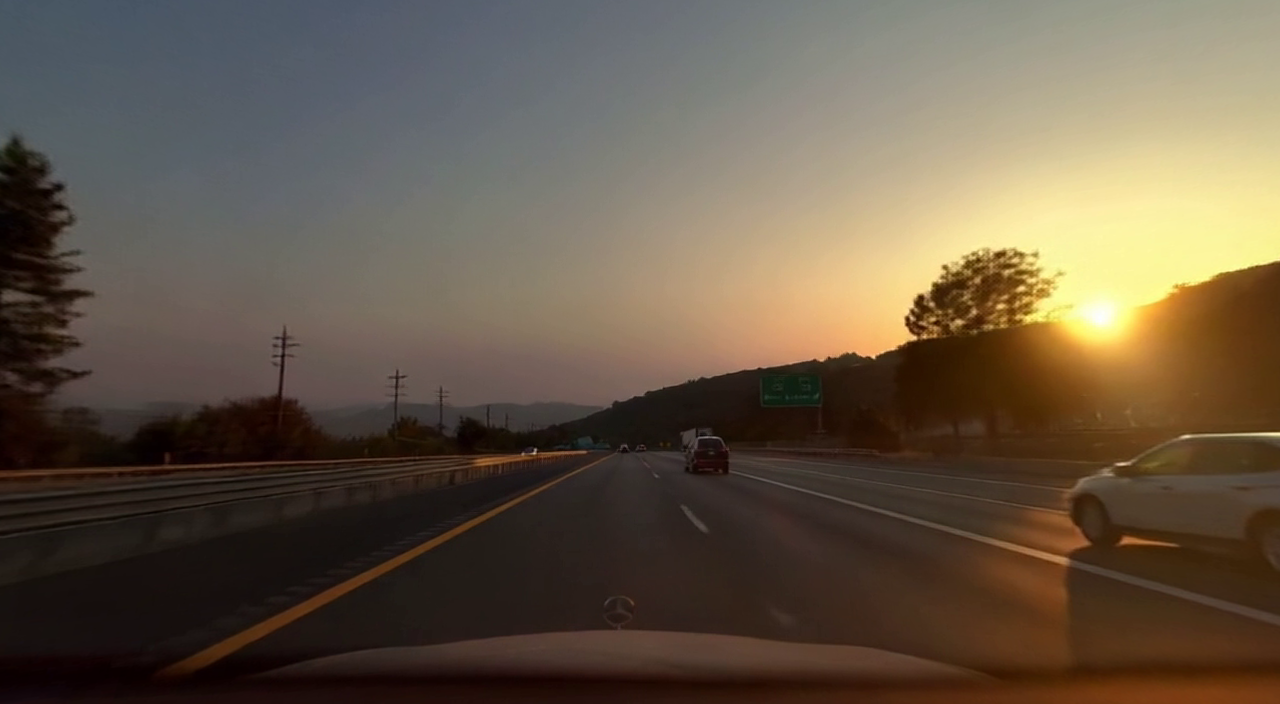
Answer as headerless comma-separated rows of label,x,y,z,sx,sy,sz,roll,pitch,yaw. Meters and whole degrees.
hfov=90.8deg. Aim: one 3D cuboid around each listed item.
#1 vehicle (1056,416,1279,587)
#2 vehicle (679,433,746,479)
vehicle,6.722,1.390,6.049,2.046,1.509,4.929,0,-8,-1
vehicle,3.008,4.442,27.329,2.141,1.785,4.778,0,-8,-2
